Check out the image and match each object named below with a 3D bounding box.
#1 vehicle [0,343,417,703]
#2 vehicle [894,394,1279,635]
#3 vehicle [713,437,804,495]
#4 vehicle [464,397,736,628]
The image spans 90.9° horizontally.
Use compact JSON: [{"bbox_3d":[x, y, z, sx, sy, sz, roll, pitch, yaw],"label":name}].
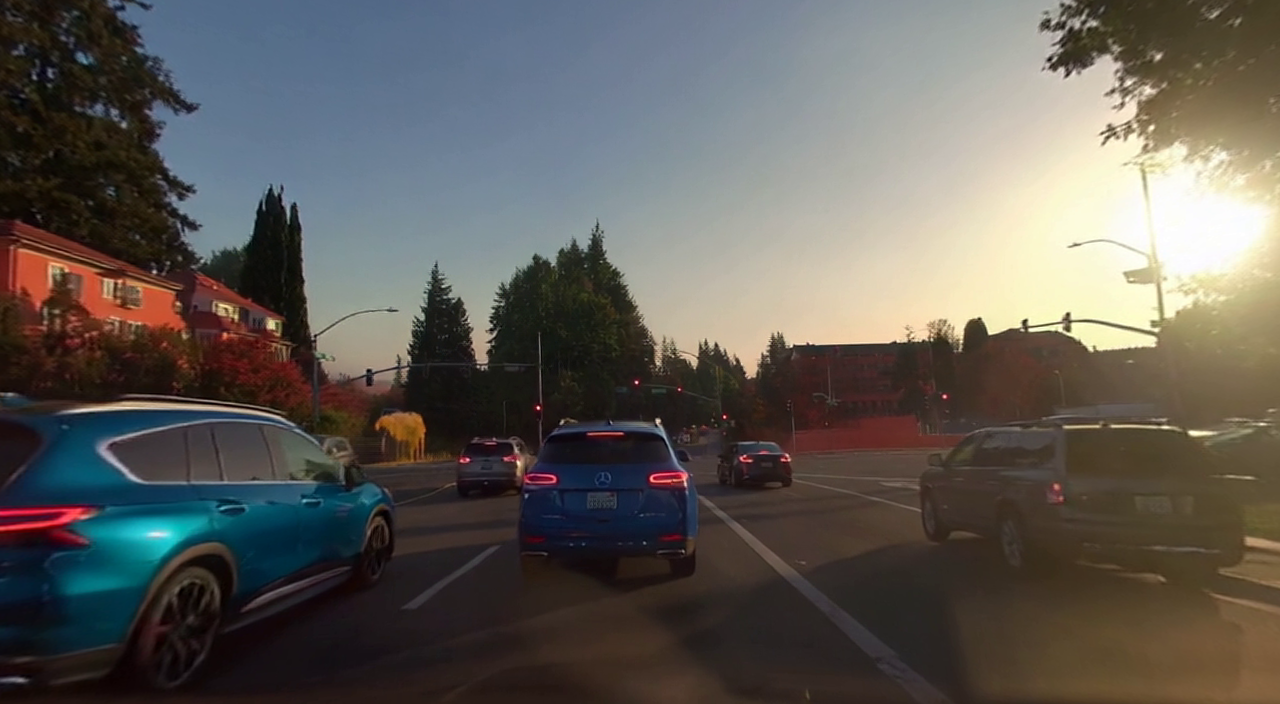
[{"bbox_3d":[-3.472,1.155,4.521,2.047,1.741,4.470,0,-8,1],"label":"vehicle"},{"bbox_3d":[4.541,1.517,6.927,2.014,1.740,4.515,-1,-9,6],"label":"vehicle"},{"bbox_3d":[3.438,3.377,19.025,1.847,1.554,3.885,0,-8,-2],"label":"vehicle"},{"bbox_3d":[-0.229,1.496,6.815,2.022,1.700,4.084,0,-8,2],"label":"vehicle"}]
